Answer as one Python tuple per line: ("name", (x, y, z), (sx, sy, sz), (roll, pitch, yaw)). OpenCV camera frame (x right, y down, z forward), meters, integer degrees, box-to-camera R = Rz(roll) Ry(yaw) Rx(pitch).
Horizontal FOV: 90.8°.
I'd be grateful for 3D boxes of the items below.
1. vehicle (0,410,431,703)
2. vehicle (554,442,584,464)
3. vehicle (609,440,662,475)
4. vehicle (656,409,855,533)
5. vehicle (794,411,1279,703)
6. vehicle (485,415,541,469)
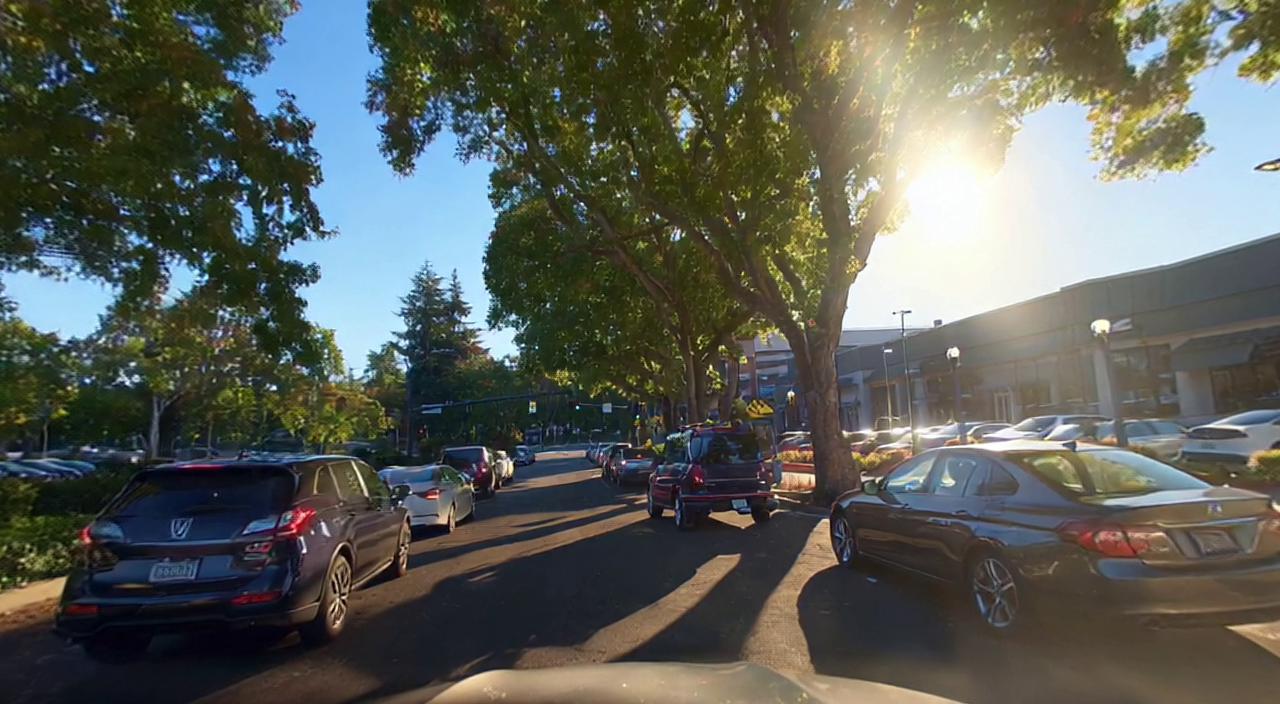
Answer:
("vehicle", (-2.885, 1.341, 5.076), (1.968, 1.497, 4.286), (2, -9, -15))
("vehicle", (-5.251, 7.406, 46.451), (2.095, 1.473, 4.301), (1, -8, -7))
("vehicle", (-0.302, 4.821, 29.179), (1.910, 1.493, 4.490), (1, -8, -7))
("vehicle", (1.905, 2.278, 12.818), (2.324, 1.907, 5.634), (1, -8, -7))
("vehicle", (3.154, 1.401, 5.554), (1.904, 1.494, 4.864), (1, -8, -6))
("vehicle", (-8.294, 6.013, 42.208), (2.820, 3.263, 7.986), (1, -8, -6))
